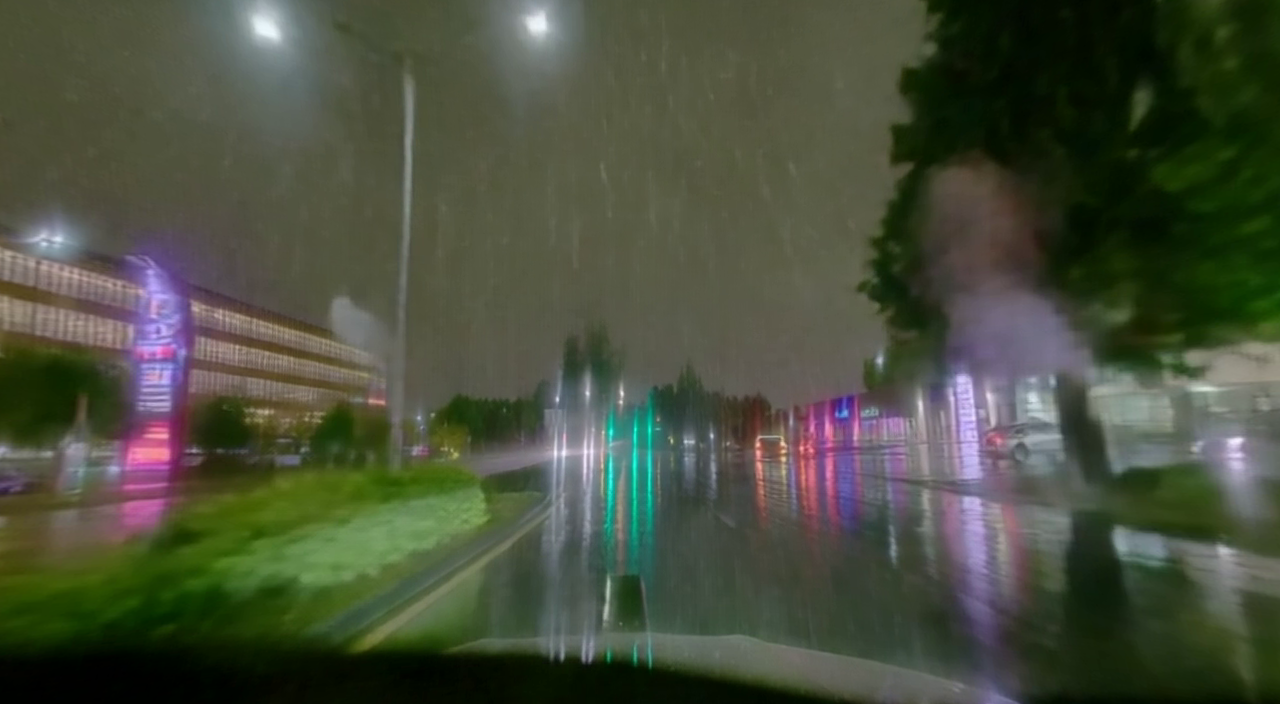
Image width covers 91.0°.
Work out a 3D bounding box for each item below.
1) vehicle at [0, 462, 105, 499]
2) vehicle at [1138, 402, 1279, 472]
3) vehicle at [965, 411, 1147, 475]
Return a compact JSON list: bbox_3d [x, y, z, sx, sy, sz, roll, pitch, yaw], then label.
[{"bbox_3d":[-29.620,6.233,30.630,4.739,1.638,2.515,0,-9,-1],"label":"vehicle"},{"bbox_3d":[33.531,4.665,34.338,10.143,3.636,2.880,0,-9,-2],"label":"vehicle"},{"bbox_3d":[22.053,4.838,33.689,7.634,3.061,2.777,-1,-8,0],"label":"vehicle"}]
